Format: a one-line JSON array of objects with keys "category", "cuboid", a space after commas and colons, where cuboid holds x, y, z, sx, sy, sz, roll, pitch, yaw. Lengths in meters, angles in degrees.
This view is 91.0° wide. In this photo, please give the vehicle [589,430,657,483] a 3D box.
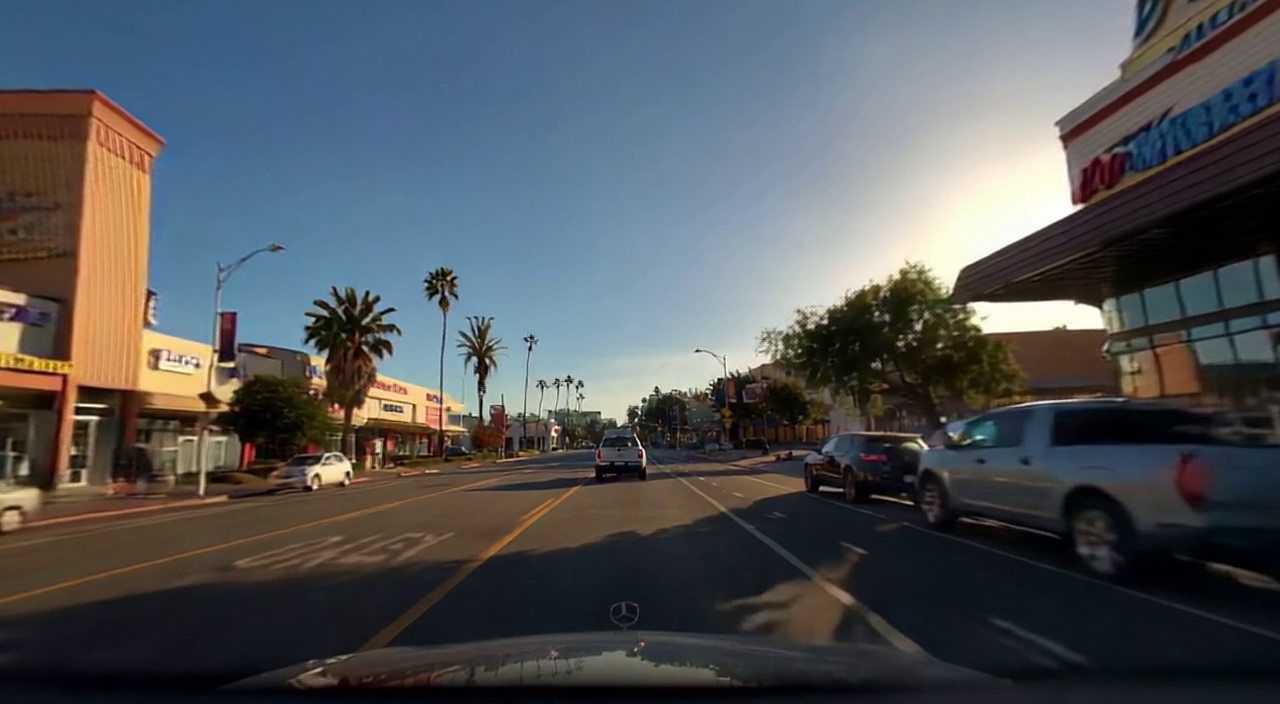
[{"category": "vehicle", "cuboid": [-0.581, 3.776, 23.039, 2.239, 1.763, 4.096, 0, -8, -1]}]

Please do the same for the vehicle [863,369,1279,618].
[{"category": "vehicle", "cuboid": [5.450, 1.599, 8.236, 2.568, 1.974, 6.203, 2, -8, -2]}]

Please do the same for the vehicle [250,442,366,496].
[{"category": "vehicle", "cuboid": [-13.543, 4.759, 26.117, 2.296, 1.847, 4.856, -4, -8, -1]}]
